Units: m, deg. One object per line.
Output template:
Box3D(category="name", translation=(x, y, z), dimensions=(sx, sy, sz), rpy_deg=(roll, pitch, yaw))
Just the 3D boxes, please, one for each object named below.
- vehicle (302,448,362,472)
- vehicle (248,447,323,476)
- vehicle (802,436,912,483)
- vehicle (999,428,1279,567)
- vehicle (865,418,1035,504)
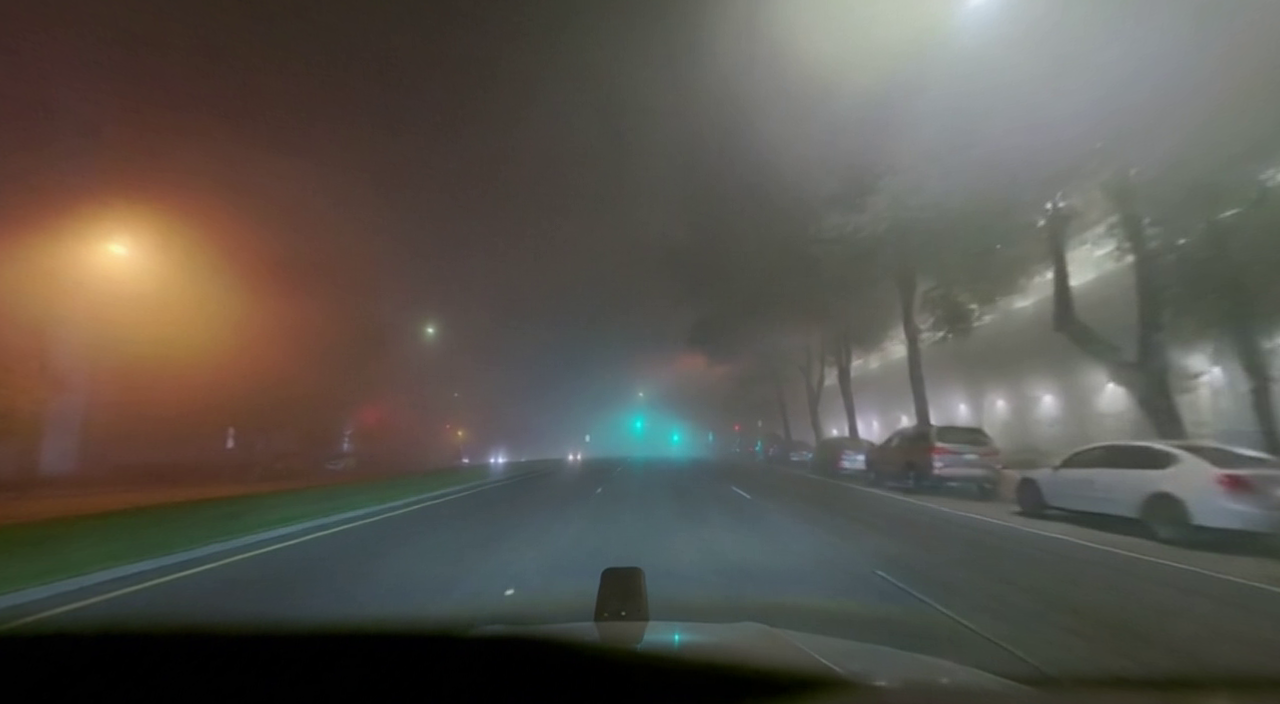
Box3D(category="vehicle", translation=(-21.621, 7.545, 44.503), dimensions=(1.909, 1.495, 4.786), rpy_deg=(-1, -8, 0))
Box3D(category="vehicle", translation=(-21.779, 6.704, 38.986), dimensions=(1.968, 1.615, 4.591), rpy_deg=(0, -8, 1))
Box3D(category="vehicle", translation=(7.507, 3.757, 22.466), dimensions=(2.196, 1.471, 4.999), rpy_deg=(0, -8, 0))
Box3D(category="vehicle", translation=(7.537, 1.907, 9.187), dimensions=(1.834, 1.494, 4.633), rpy_deg=(0, -8, 0))
Box3D(category="vehicle", translation=(7.491, 2.677, 15.915), dimensions=(1.908, 1.833, 4.711), rpy_deg=(0, -8, 1))
